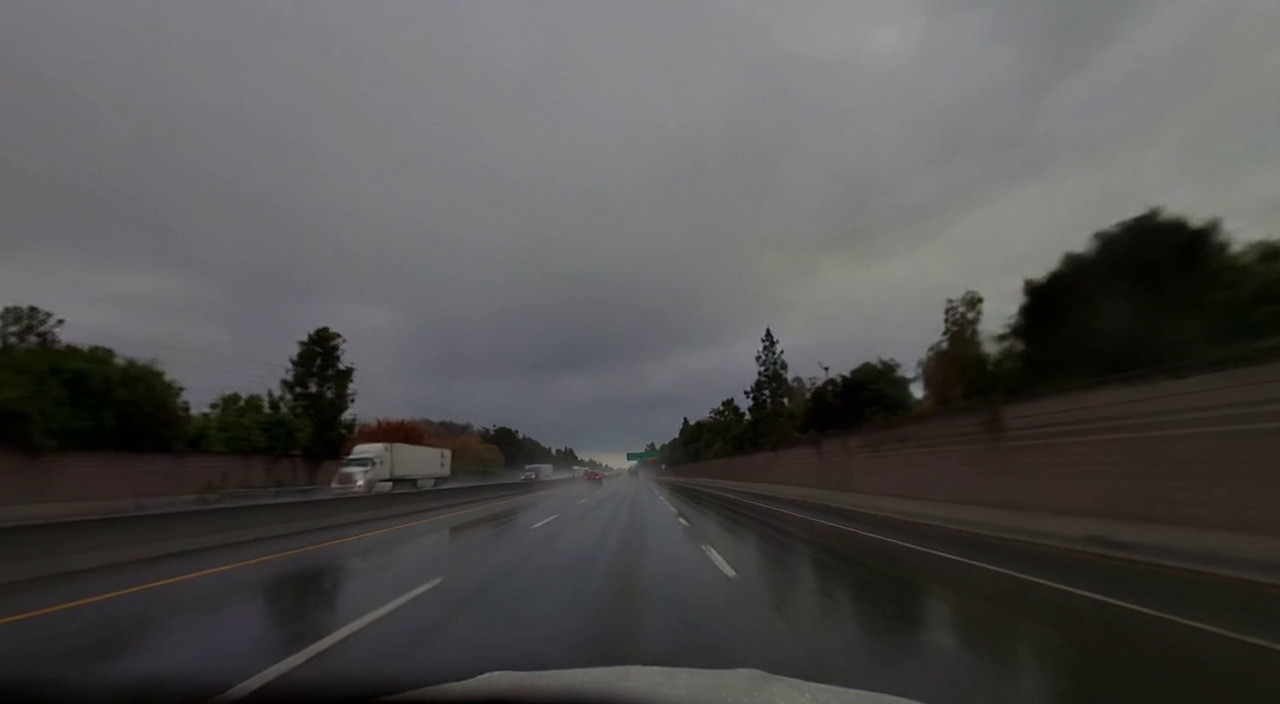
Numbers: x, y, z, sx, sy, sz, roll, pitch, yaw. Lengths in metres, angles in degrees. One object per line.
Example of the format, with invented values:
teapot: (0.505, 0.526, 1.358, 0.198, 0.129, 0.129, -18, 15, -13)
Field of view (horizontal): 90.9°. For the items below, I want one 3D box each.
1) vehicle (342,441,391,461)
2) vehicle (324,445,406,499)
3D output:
vehicle: (-21.537, 7.850, 49.760, 1.795, 1.527, 4.199, -1, -10, 2)
vehicle: (-21.546, 9.459, 49.968, 2.975, 3.858, 7.495, 1, -11, 0)
